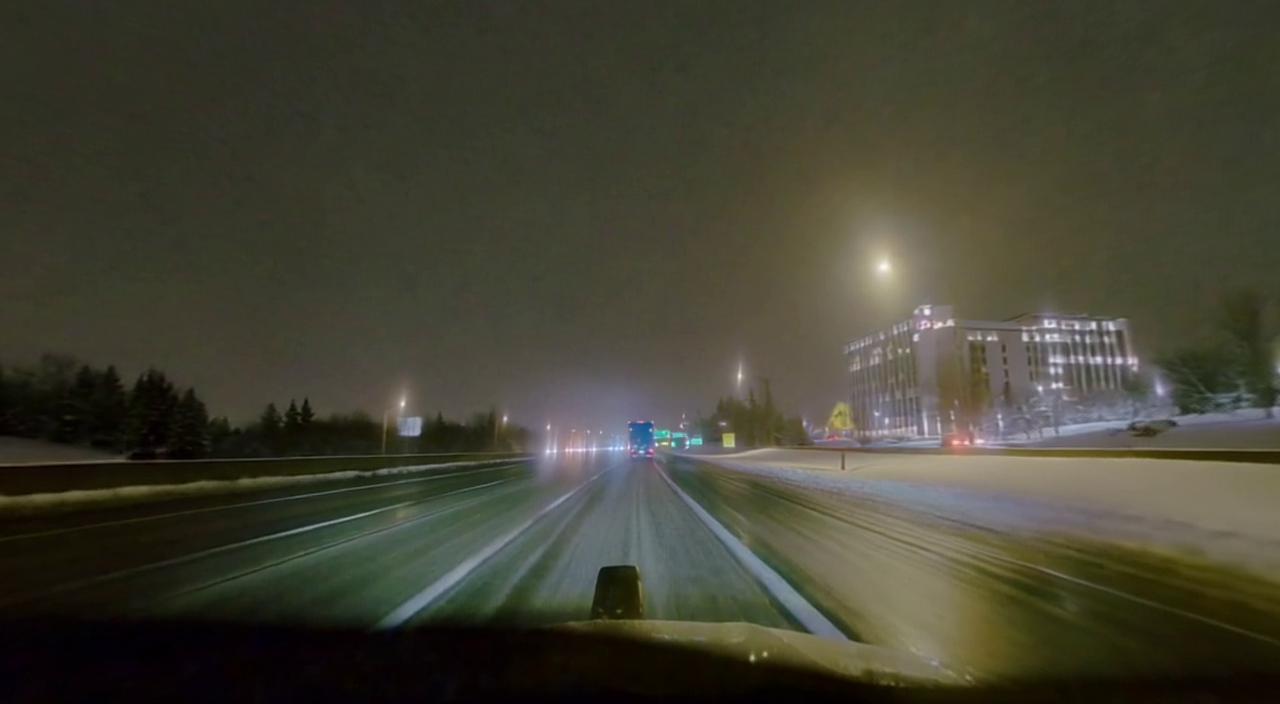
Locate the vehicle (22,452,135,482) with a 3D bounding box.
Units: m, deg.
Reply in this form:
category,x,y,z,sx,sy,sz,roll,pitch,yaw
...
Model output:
category,x,y,z,sx,sy,sz,roll,pitch,yaw
vehicle,-30.882,6.319,34.881,1.813,1.512,4.782,0,-9,1
